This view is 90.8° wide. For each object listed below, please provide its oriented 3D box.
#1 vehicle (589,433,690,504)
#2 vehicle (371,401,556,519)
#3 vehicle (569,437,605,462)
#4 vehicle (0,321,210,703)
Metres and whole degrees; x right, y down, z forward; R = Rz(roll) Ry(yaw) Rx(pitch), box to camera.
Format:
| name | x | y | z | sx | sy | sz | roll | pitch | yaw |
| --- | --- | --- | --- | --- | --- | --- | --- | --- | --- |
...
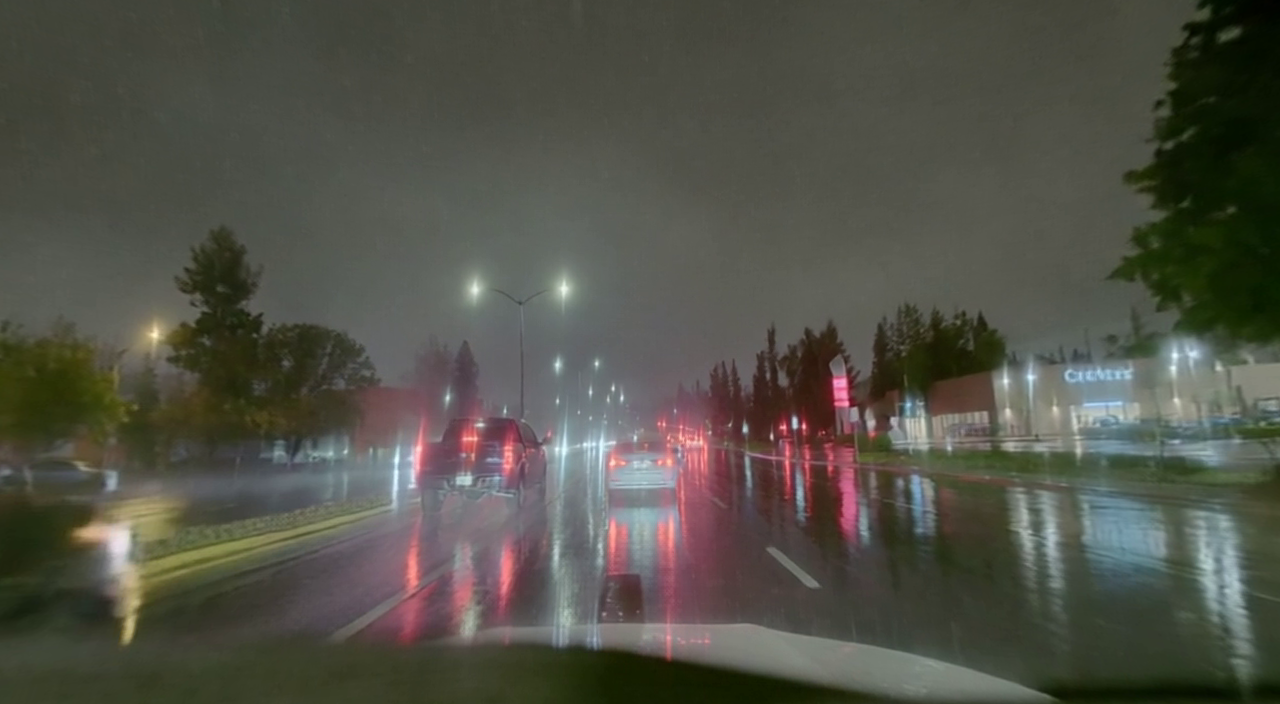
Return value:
| name | x | y | z | sx | sy | sz | roll | pitch | yaw |
| --- | --- | --- | --- | --- | --- | --- | --- | --- | --- |
| vehicle | -0.072 | 2.758 | 15.374 | 2.126 | 1.475 | 3.967 | 0 | -8 | -2 |
| vehicle | -3.366 | 2.241 | 13.571 | 2.301 | 1.985 | 5.531 | 0 | -8 | 1 |
| vehicle | -3.601 | 6.747 | 43.799 | 2.147 | 1.590 | 4.209 | 0 | -8 | 0 |
| vehicle | -3.329 | 0.618 | 1.223 | 2.046 | 1.751 | 4.208 | 0 | -8 | -1 |
